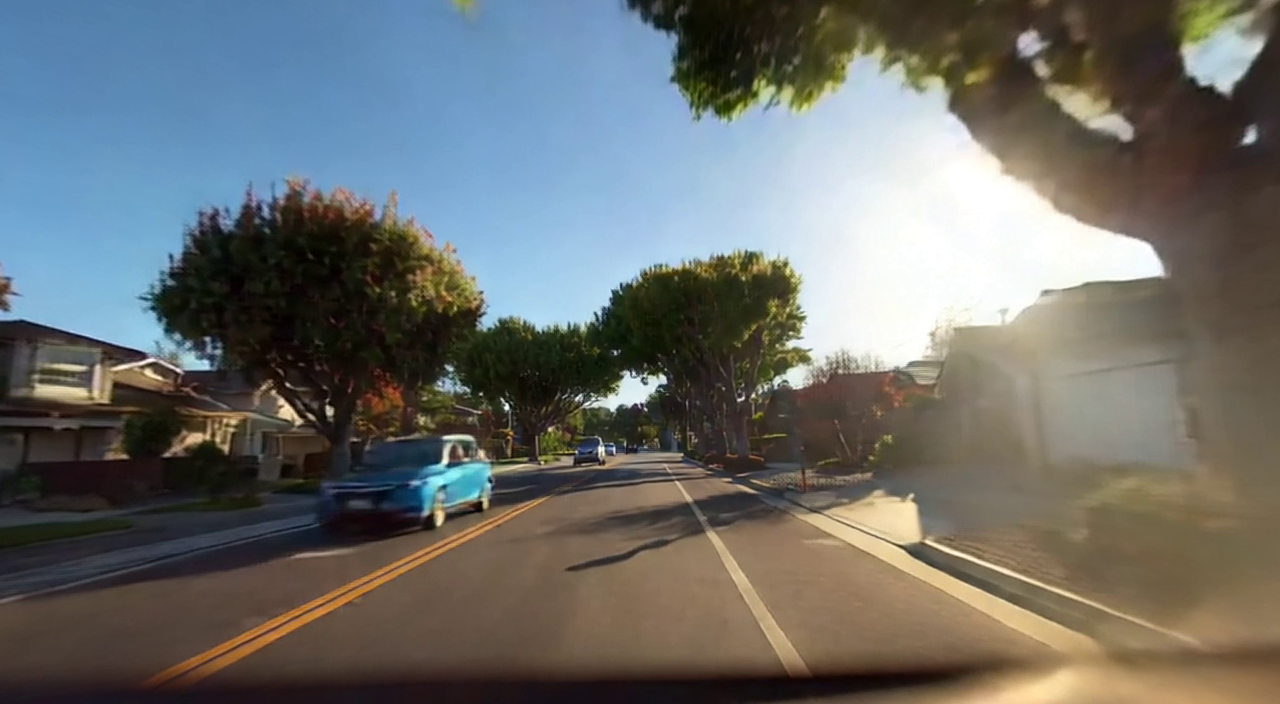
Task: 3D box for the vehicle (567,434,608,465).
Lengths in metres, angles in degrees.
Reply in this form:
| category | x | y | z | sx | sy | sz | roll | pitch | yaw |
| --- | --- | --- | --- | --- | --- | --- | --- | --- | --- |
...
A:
| category | x | y | z | sx | sy | sz | roll | pitch | yaw |
| --- | --- | --- | --- | --- | --- | --- | --- | --- | --- |
| vehicle | -3.781 | 7.172 | 46.651 | 2.417 | 2.088 | 5.780 | 0 | -8 | 1 |

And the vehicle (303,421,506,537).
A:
| category | x | y | z | sx | sy | sz | roll | pitch | yaw |
| --- | --- | --- | --- | --- | --- | --- | --- | --- | --- |
| vehicle | -4.178 | 2.315 | 12.185 | 2.041 | 1.780 | 4.618 | 0 | -8 | 1 |
